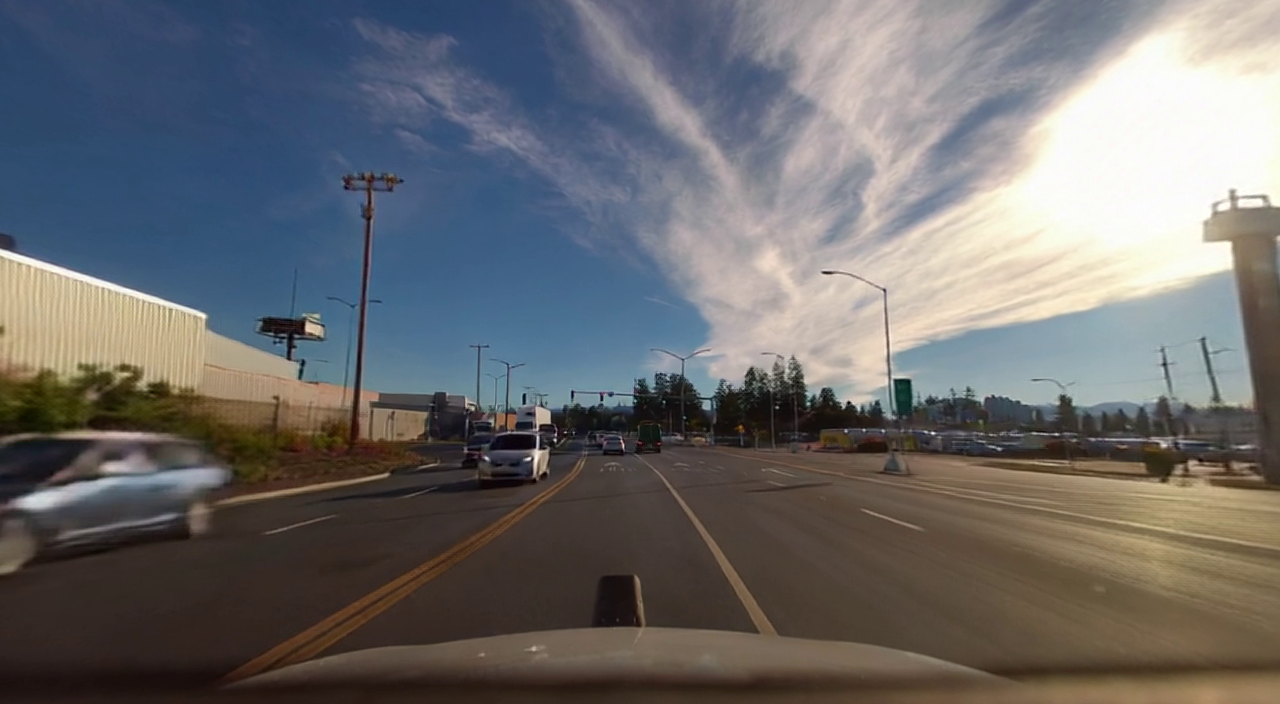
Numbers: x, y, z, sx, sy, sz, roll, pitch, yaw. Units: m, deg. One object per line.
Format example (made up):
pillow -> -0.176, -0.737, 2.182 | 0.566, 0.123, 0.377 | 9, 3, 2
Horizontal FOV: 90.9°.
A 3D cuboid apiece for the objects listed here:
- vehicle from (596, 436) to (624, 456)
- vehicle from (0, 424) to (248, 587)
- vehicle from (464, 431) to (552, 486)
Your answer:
vehicle -> -2.376, 7.330, 49.152 | 2.060, 1.491, 3.873 | 1, -8, -3
vehicle -> -6.841, 1.631, 7.374 | 1.922, 1.489, 3.939 | 0, -8, 0
vehicle -> -4.012, 3.295, 19.871 | 2.003, 1.562, 3.862 | 0, -8, -1
